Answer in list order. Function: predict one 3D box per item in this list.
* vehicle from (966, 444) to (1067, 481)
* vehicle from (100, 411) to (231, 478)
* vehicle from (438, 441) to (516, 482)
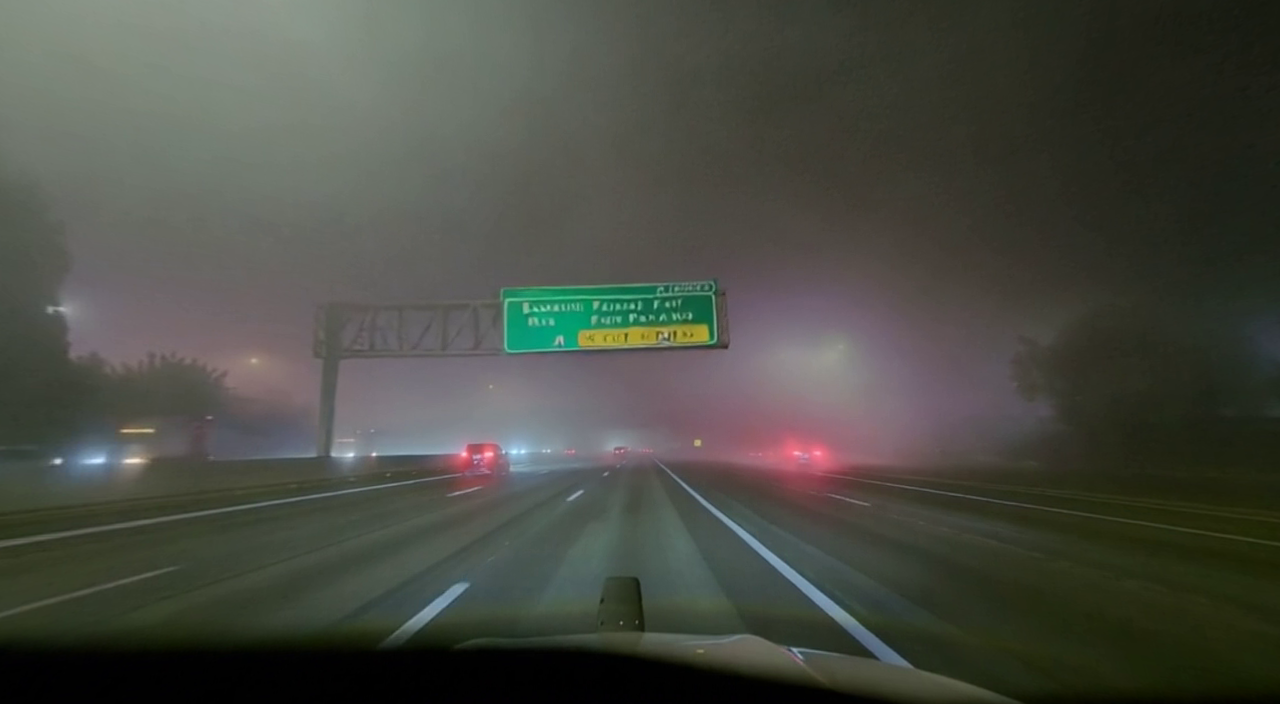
[{"bbox_3d":[17.732,5.198,29.966,2.012,1.601,4.565,0,-8,0],"label":"vehicle"},{"bbox_3d":[-31.749,6.260,42.620,3.220,4.166,6.903,0,-9,1],"label":"vehicle"},{"bbox_3d":[-6.481,4.408,25.593,1.985,1.513,4.172,0,-9,1],"label":"vehicle"}]
